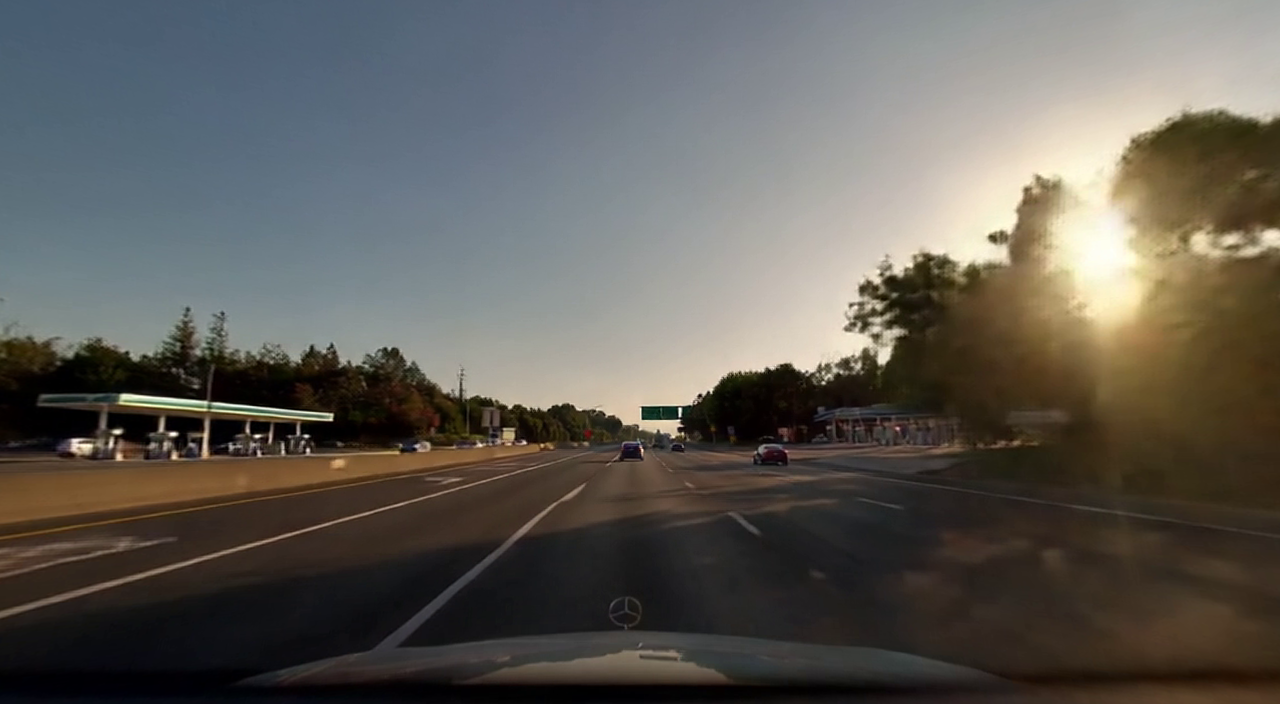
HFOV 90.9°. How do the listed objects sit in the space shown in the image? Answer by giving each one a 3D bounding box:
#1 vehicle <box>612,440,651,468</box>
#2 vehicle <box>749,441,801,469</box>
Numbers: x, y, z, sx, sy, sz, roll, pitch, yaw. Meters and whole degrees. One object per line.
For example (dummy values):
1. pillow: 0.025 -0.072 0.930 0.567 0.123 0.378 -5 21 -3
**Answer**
1. vehicle: -0.483 5.684 35.323 1.999 1.473 4.351 0 -8 -1
2. vehicle: 7.514 5.740 35.455 1.867 1.463 4.295 0 -8 -1
